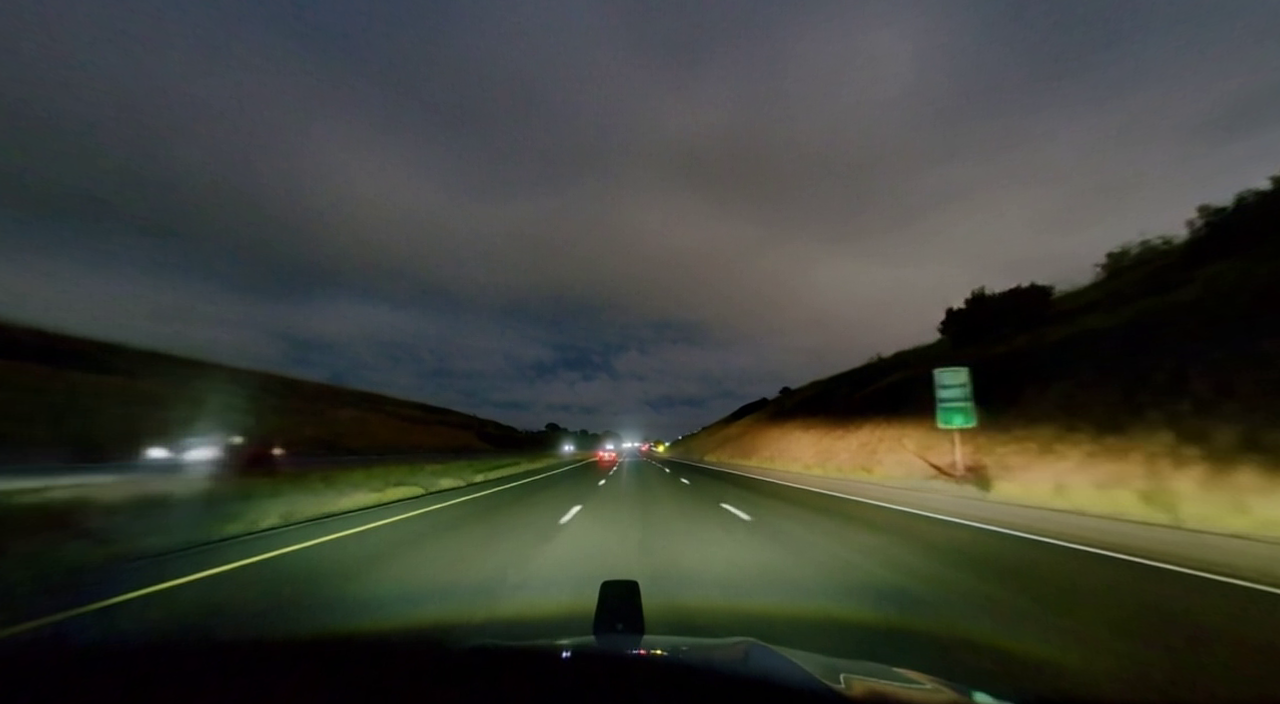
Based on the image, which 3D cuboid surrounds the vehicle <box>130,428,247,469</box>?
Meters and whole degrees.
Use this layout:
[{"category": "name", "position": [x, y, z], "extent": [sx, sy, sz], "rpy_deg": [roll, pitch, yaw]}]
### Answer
[{"category": "vehicle", "position": [-18.220, 3.951, 25.700], "extent": [1.809, 1.502, 4.012], "rpy_deg": [0, -9, -1]}]
